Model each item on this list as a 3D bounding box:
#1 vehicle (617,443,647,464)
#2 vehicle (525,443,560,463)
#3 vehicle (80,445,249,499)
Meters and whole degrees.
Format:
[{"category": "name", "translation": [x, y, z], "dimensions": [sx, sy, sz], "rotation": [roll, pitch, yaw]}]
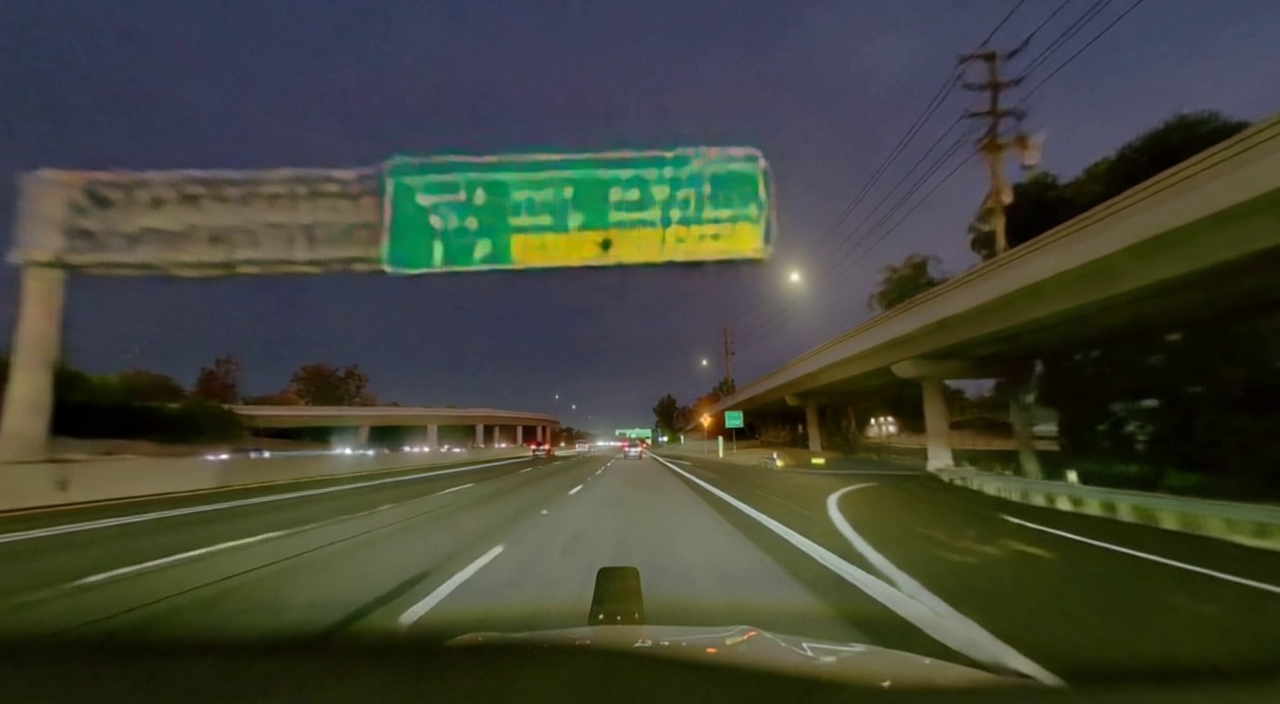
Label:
[{"category": "vehicle", "translation": [-0.614, 7.416, 46.503], "dimensions": [2.086, 1.472, 4.168], "rotation": [0, -8, -2]}, {"category": "vehicle", "translation": [-7.441, 7.755, 48.793], "dimensions": [1.994, 1.487, 4.605], "rotation": [0, -8, 0]}, {"category": "vehicle", "translation": [-14.768, 3.711, 20.061], "dimensions": [1.969, 1.486, 4.395], "rotation": [0, -8, -1]}]
